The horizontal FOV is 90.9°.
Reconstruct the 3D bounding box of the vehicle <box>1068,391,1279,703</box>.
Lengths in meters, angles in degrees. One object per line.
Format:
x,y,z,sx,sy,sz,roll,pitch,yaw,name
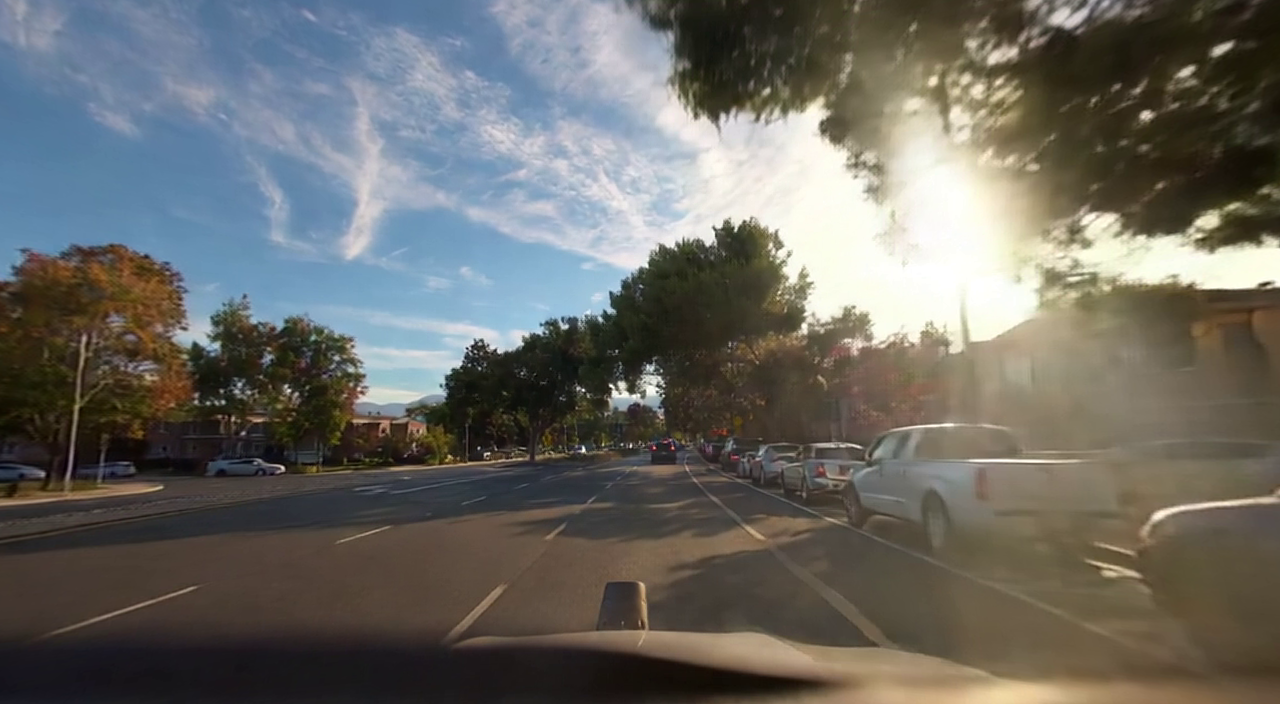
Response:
4.280,0.883,2.399,1.949,1.616,4.805,0,-9,1,vehicle

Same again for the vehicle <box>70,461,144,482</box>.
-41.102,9.179,48.611,4.292,1.497,1.883,-2,-9,8,vehicle

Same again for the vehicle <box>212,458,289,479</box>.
-29.609,8.826,48.011,4.591,1.468,1.805,1,-9,-9,vehicle

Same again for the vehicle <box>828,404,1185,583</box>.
4.335,1.740,8.606,1.973,1.749,4.608,0,-9,-2,vehicle

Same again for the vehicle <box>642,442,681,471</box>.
1.183,5.742,34.794,2.011,1.480,4.170,-1,-9,2,vehicle
